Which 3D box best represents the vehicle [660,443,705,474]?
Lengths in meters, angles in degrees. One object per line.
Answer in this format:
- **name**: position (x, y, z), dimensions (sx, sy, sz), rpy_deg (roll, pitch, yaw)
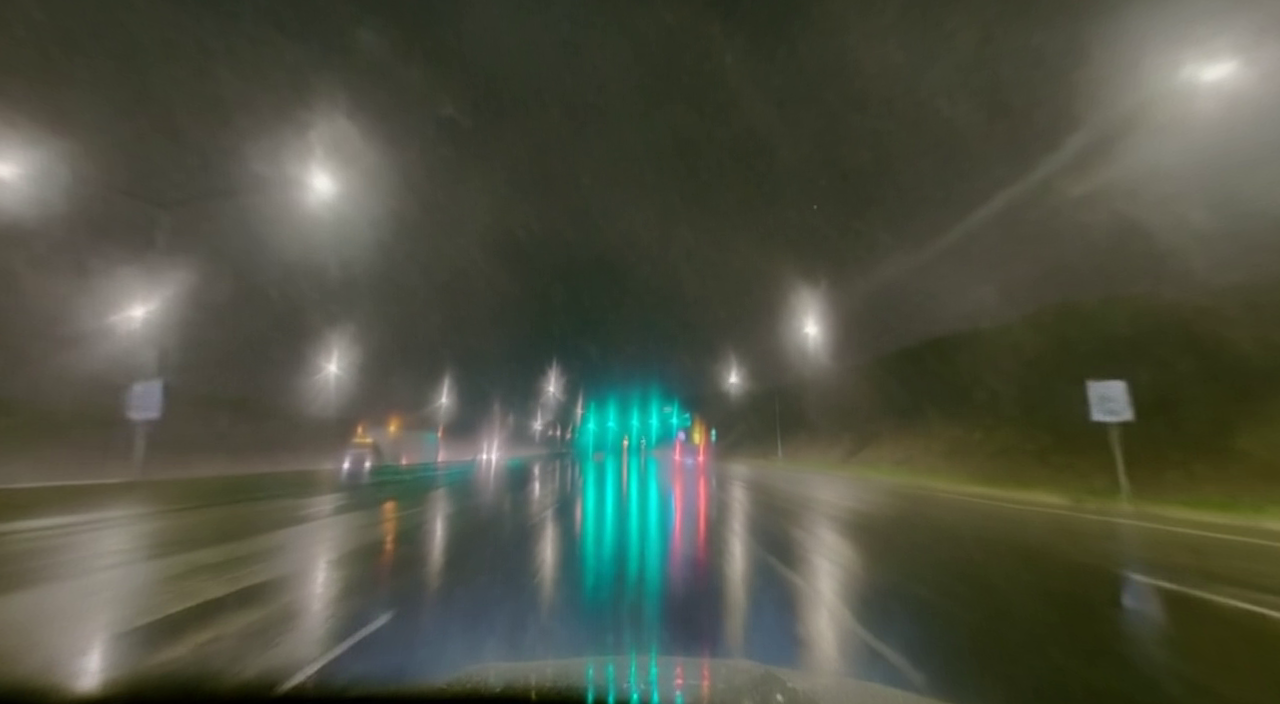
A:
- **vehicle**: position (2.195, 5.625, 33.422), dimensions (2.055, 1.501, 4.321), rpy_deg (0, -9, 0)
